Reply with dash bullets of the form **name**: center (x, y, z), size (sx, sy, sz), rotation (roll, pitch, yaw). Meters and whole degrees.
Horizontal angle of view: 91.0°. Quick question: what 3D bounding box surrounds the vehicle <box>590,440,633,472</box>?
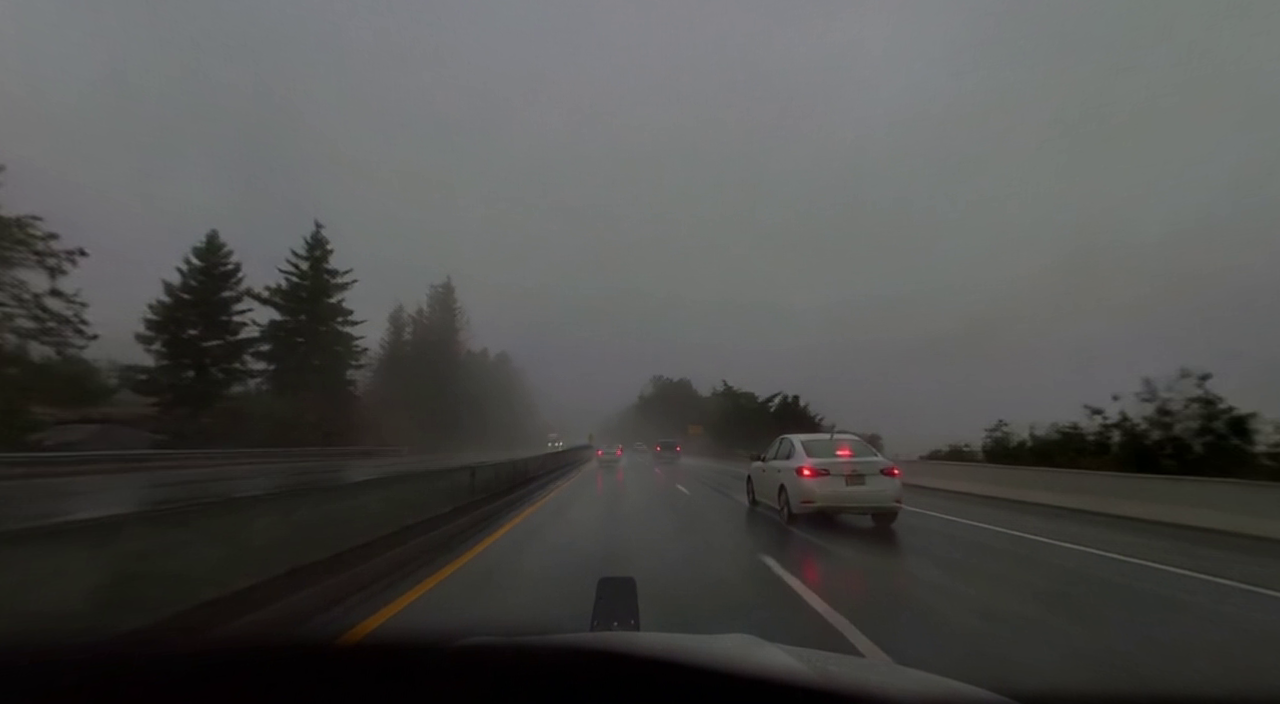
- **vehicle**: center (-1.576, 5.551, 33.949), size (2.178, 1.559, 4.254), rotation (0, -8, -3)

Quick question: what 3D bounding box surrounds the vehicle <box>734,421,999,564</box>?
- **vehicle**: center (2.921, 1.927, 9.610), size (2.055, 1.566, 5.046), rotation (0, -8, -1)

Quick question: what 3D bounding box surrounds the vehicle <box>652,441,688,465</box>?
- **vehicle**: center (1.956, 6.817, 42.774), size (2.146, 1.546, 3.796), rotation (0, -8, -2)
